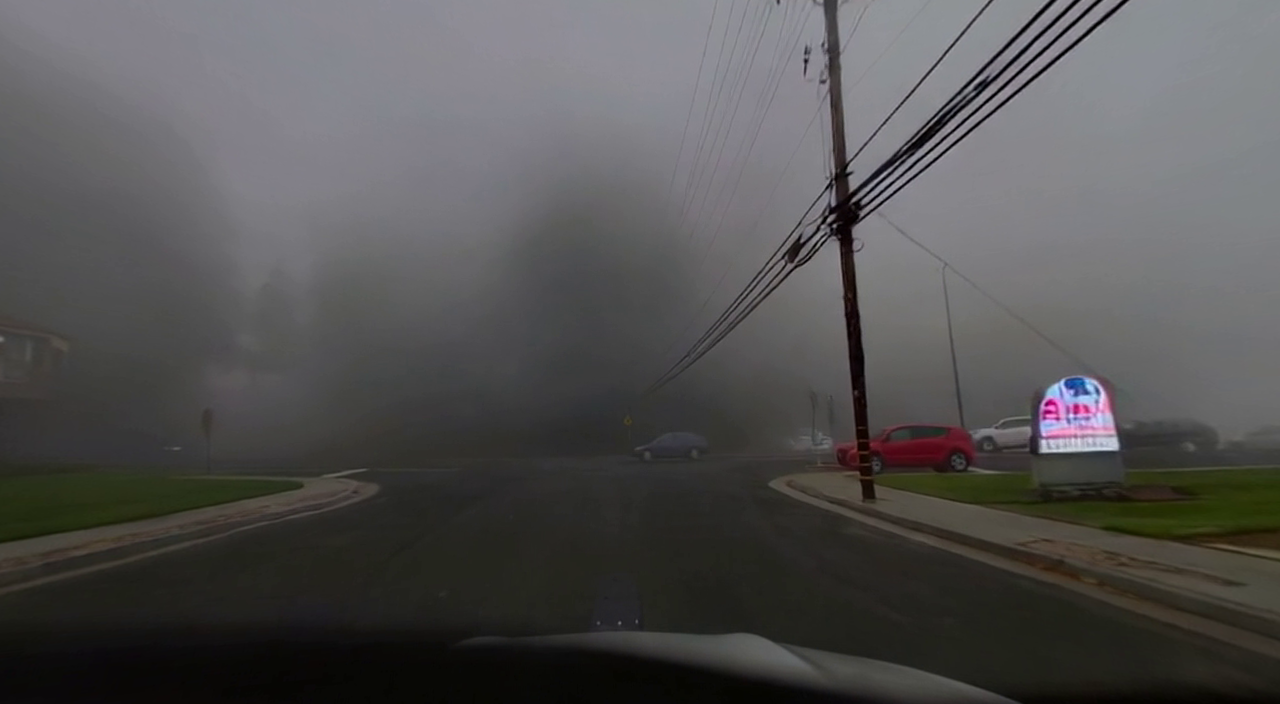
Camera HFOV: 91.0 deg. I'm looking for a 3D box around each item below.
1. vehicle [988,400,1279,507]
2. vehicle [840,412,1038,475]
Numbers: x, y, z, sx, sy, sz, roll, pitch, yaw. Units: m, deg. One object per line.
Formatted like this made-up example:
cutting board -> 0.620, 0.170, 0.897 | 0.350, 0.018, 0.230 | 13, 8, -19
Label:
vehicle -> 10.106, 1.835, 11.590 | 6.000, 1.740, 2.356 | 0, -8, -2
vehicle -> 10.067, 3.143, 21.609 | 5.593, 1.993, 2.233 | 0, -8, 0
